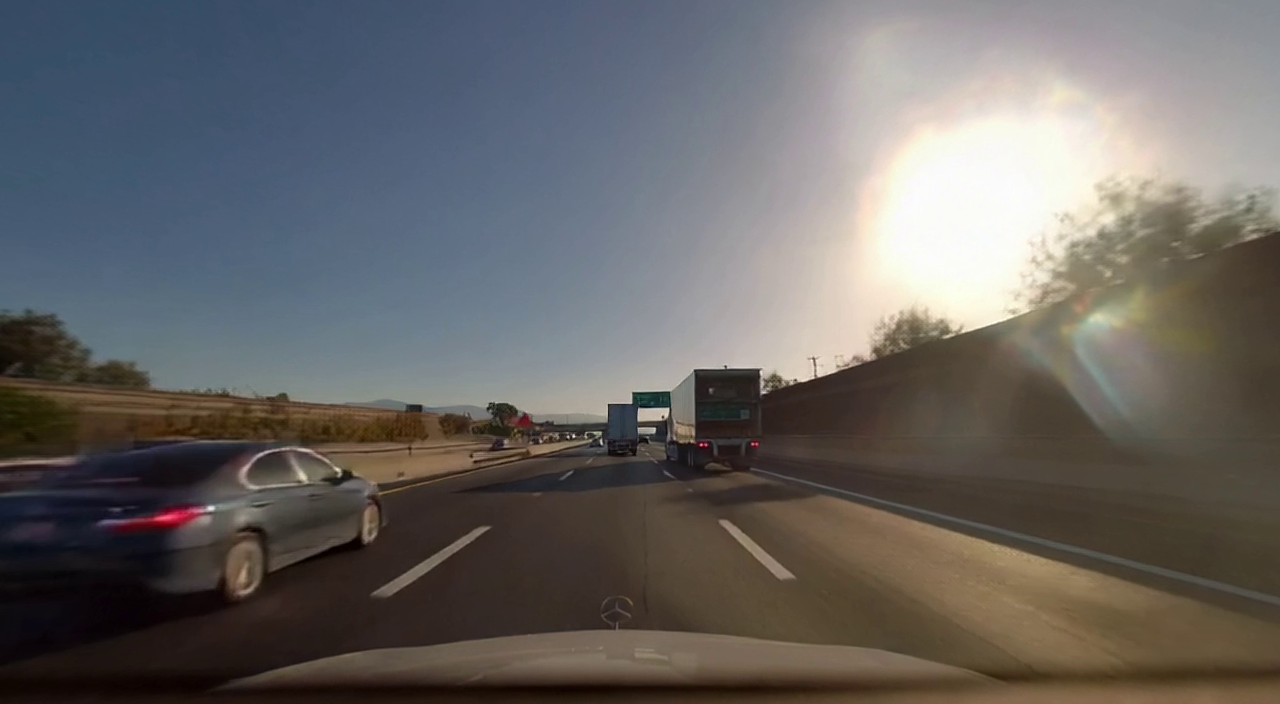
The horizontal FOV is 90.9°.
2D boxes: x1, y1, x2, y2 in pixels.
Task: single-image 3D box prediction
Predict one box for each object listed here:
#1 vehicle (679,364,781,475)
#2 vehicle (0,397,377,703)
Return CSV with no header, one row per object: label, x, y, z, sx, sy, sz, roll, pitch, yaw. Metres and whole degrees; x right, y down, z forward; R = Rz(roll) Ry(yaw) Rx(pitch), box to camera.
vehicle,3.516,2.984,27.073,2.873,3.998,8.286,0,-8,-2
vehicle,-4.107,1.231,4.621,2.208,1.542,5.138,0,-8,-1
